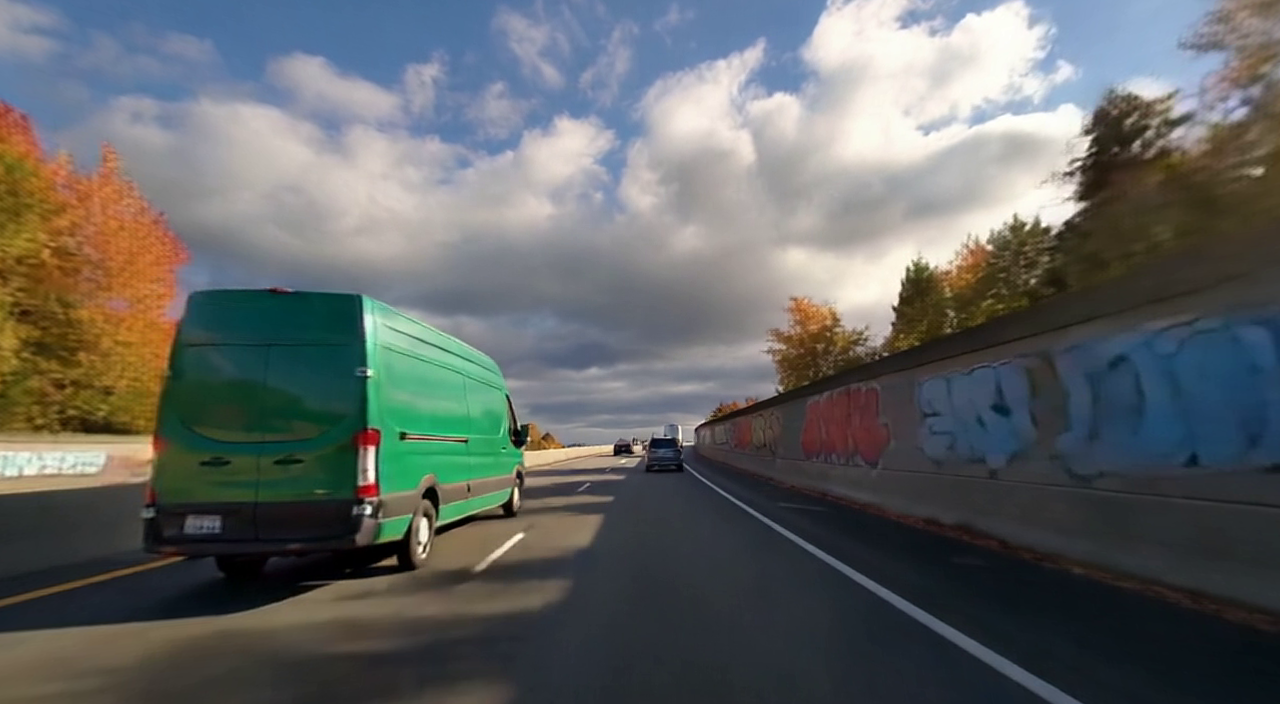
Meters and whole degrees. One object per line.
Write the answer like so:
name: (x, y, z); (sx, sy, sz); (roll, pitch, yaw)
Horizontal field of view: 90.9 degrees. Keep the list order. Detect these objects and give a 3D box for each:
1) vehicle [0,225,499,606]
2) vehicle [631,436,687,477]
vehicle: (-3.342, 0.771, 7.130); (2.334, 2.769, 5.087); (0, -8, -1)
vehicle: (0.728, 4.130, 25.119); (2.071, 1.487, 3.948); (0, -8, 1)
